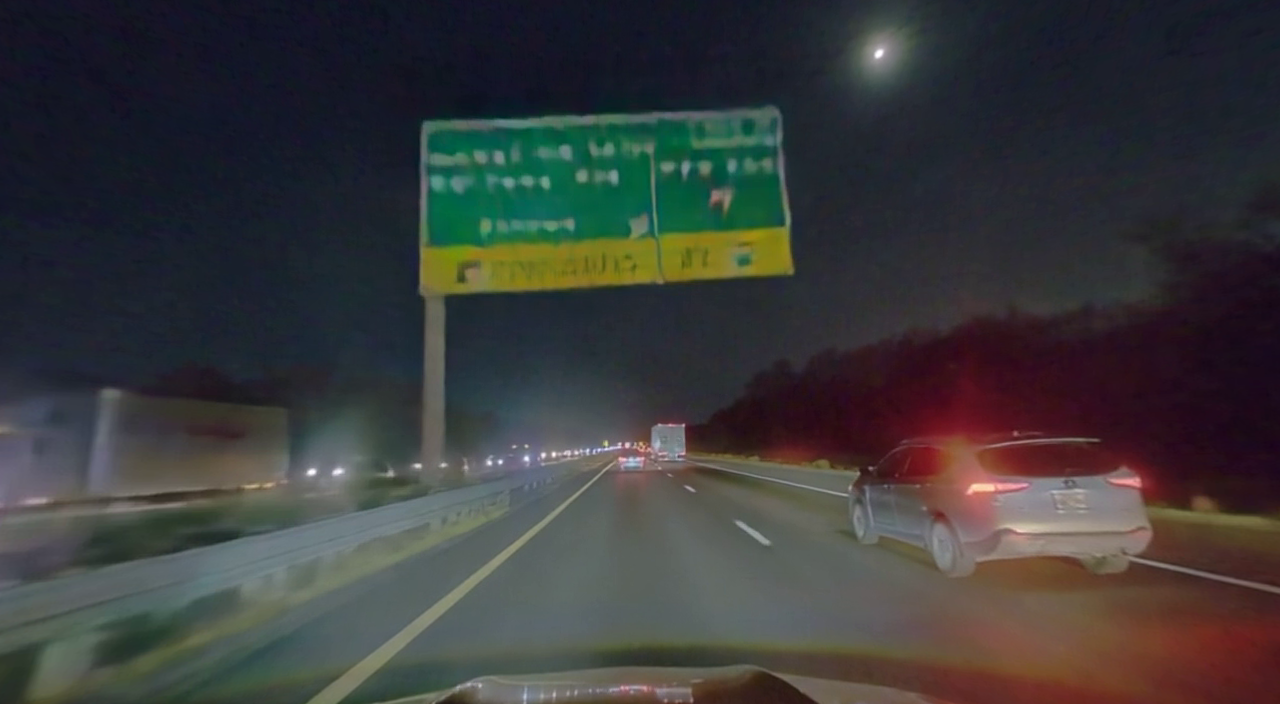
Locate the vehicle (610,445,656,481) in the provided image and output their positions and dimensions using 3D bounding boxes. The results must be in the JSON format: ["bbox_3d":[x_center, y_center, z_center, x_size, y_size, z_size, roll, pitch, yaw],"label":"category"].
[{"bbox_3d":[-0.349,5.038,28.727,1.971,1.518,4.108,0,-9,-1],"label":"vehicle"}]

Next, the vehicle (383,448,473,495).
[{"bbox_3d":[-8.083,4.573,24.411,1.961,1.611,4.479,0,-9,-1],"label":"vehicle"}]

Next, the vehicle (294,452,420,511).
[{"bbox_3d":[-8.079,3.707,18.373,1.850,1.476,4.085,0,-9,-1],"label":"vehicle"}]

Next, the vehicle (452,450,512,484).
[{"bbox_3d":[-7.831,5.705,31.446,1.909,1.523,4.359,0,-9,-1],"label":"vehicle"}]

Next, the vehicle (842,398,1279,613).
[{"bbox_3d":[4.091,1.535,7.154,2.077,1.673,4.267,0,-9,-1],"label":"vehicle"}]

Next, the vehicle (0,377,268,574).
[{"bbox_3d":[-9.440,2.004,10.684,2.404,2.492,6.125,0,-9,0],"label":"vehicle"}]

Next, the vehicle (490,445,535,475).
[{"bbox_3d":[-8.075,6.884,40.099,2.019,1.809,4.361,0,-9,0],"label":"vehicle"}]
